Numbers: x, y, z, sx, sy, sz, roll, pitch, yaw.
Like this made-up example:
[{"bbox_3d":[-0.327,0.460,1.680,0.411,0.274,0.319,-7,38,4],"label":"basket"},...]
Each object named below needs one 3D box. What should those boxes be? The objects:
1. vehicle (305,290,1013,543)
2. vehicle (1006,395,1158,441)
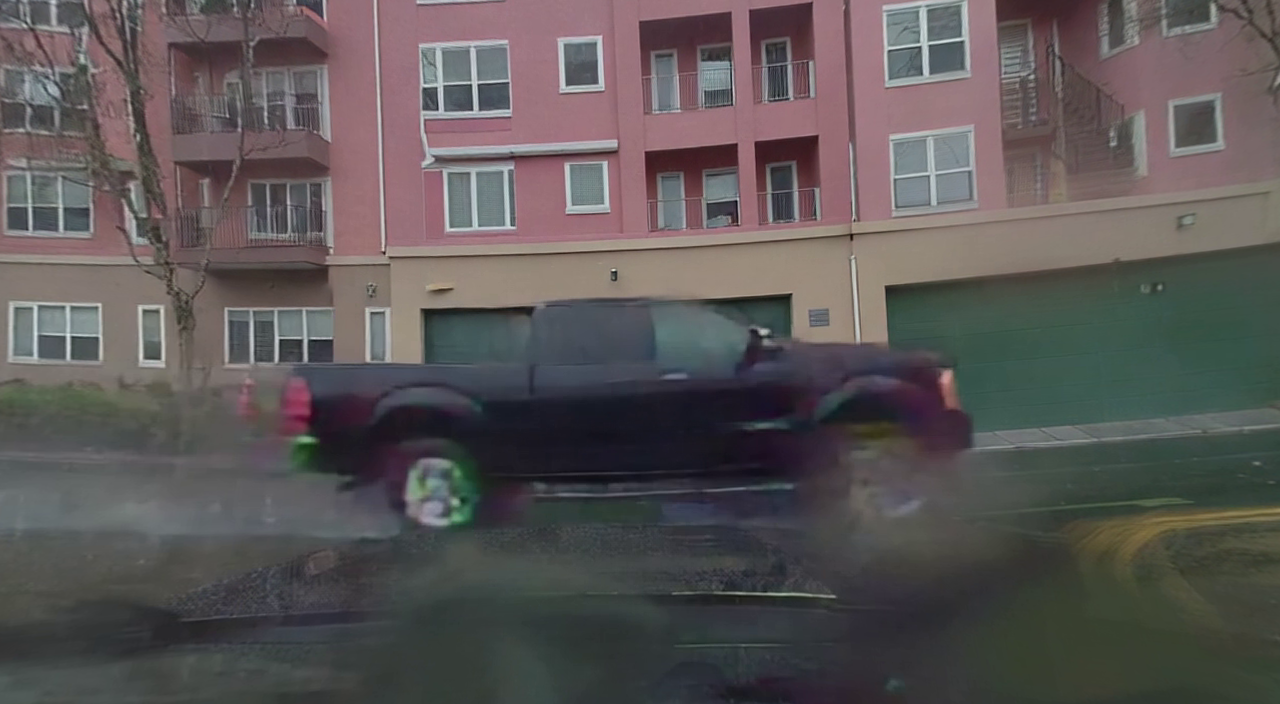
[{"bbox_3d":[0.143,0.639,6.065,5.448,1.974,2.176,0,-8,0],"label":"vehicle"},{"bbox_3d":[15.751,2.387,22.640,3.905,1.475,2.057,-1,-8,-2],"label":"vehicle"}]
